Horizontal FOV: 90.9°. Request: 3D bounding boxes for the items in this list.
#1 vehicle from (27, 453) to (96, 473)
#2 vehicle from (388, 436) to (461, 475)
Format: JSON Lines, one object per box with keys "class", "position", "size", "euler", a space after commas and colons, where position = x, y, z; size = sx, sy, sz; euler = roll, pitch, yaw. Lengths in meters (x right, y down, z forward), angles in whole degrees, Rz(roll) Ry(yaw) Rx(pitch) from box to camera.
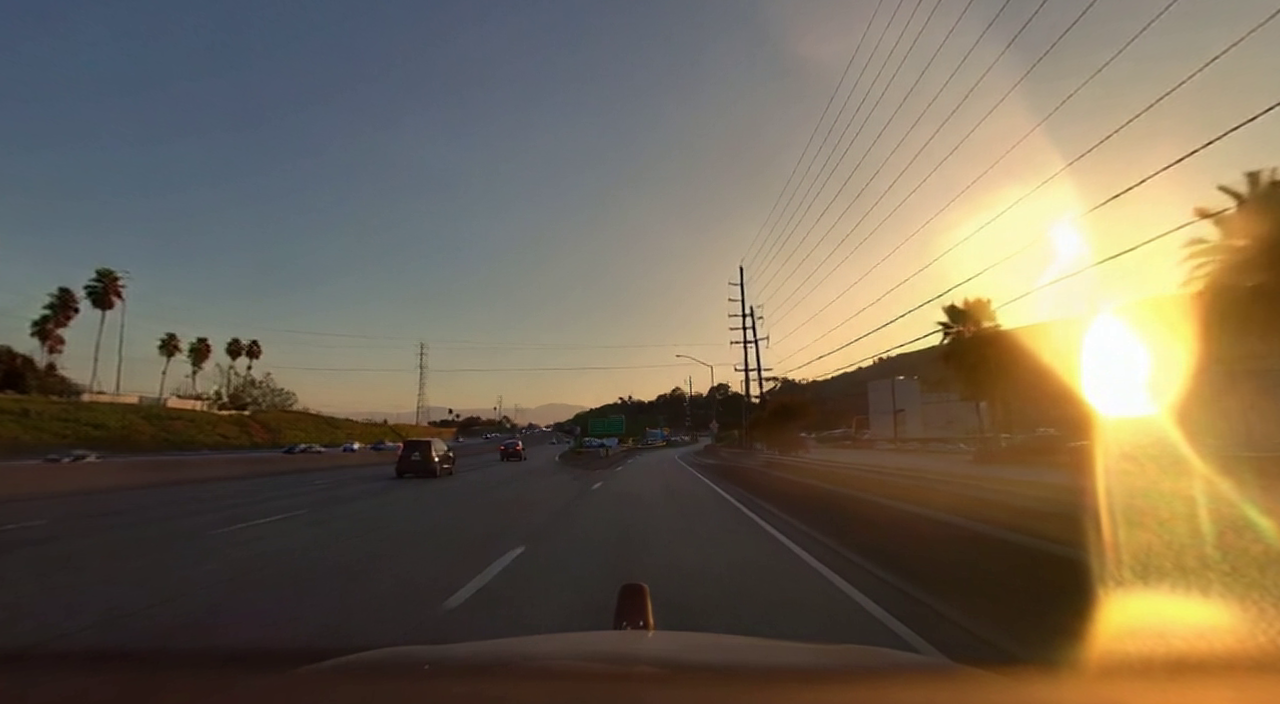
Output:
{"class": "vehicle", "position": [-44.011, 8.424, 48.091], "size": [1.719, 1.408, 4.170], "euler": [1, -9, -8]}
{"class": "vehicle", "position": [-9.526, 4.598, 28.222], "size": [2.029, 1.609, 3.935], "euler": [1, -8, -3]}
